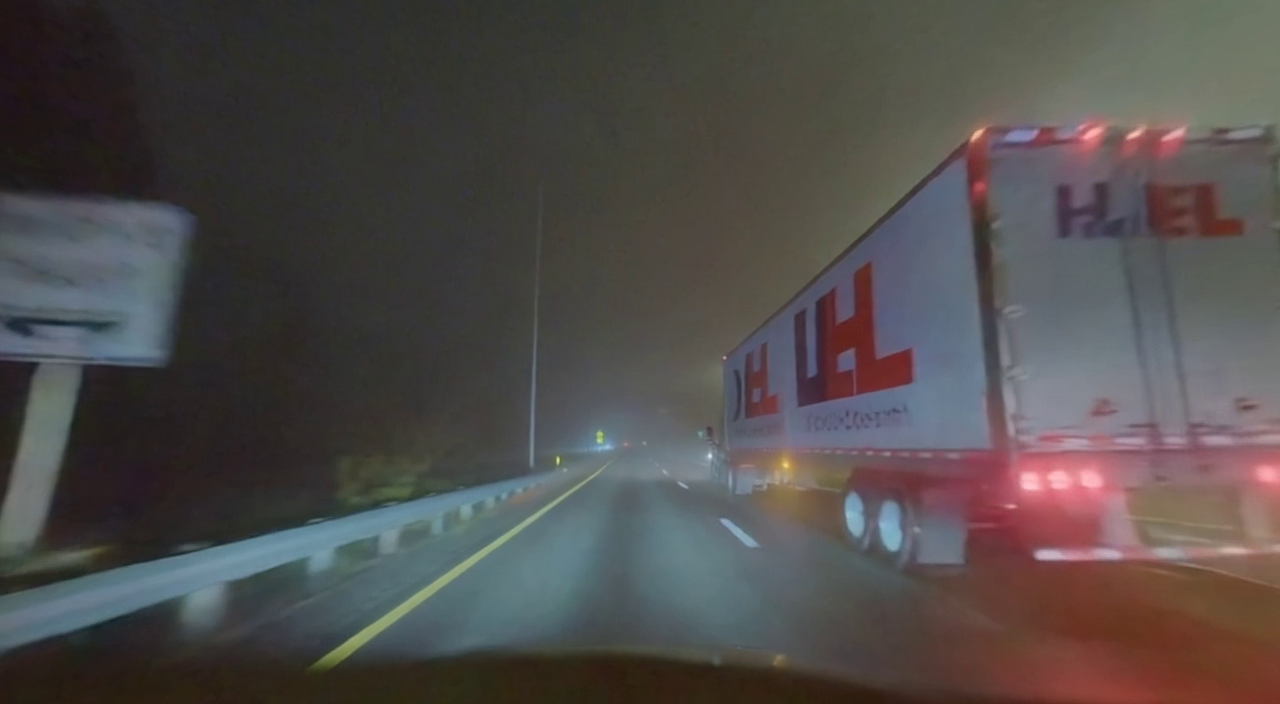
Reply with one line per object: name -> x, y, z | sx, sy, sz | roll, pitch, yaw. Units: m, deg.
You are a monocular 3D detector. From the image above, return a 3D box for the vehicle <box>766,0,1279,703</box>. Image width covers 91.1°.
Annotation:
vehicle -> 3.843, 0.250, 7.267 | 2.879, 4.075, 8.126 | 0, -9, -1
